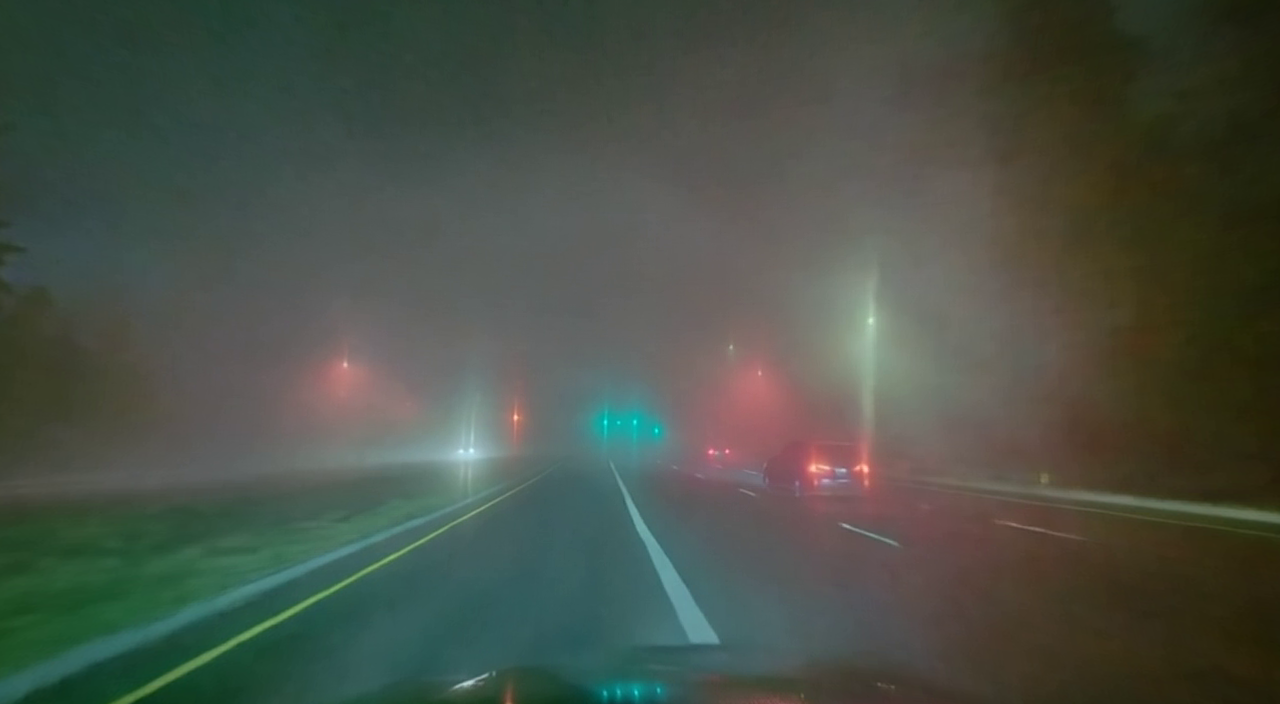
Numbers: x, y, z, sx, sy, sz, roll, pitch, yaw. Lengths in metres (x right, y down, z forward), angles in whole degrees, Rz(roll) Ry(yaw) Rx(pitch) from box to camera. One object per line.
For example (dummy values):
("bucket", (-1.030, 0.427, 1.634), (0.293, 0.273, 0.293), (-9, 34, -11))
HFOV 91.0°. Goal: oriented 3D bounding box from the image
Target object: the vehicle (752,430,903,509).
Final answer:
("vehicle", (4.460, 2.877, 15.902), (2.066, 1.683, 4.675), (1, -9, -4))
